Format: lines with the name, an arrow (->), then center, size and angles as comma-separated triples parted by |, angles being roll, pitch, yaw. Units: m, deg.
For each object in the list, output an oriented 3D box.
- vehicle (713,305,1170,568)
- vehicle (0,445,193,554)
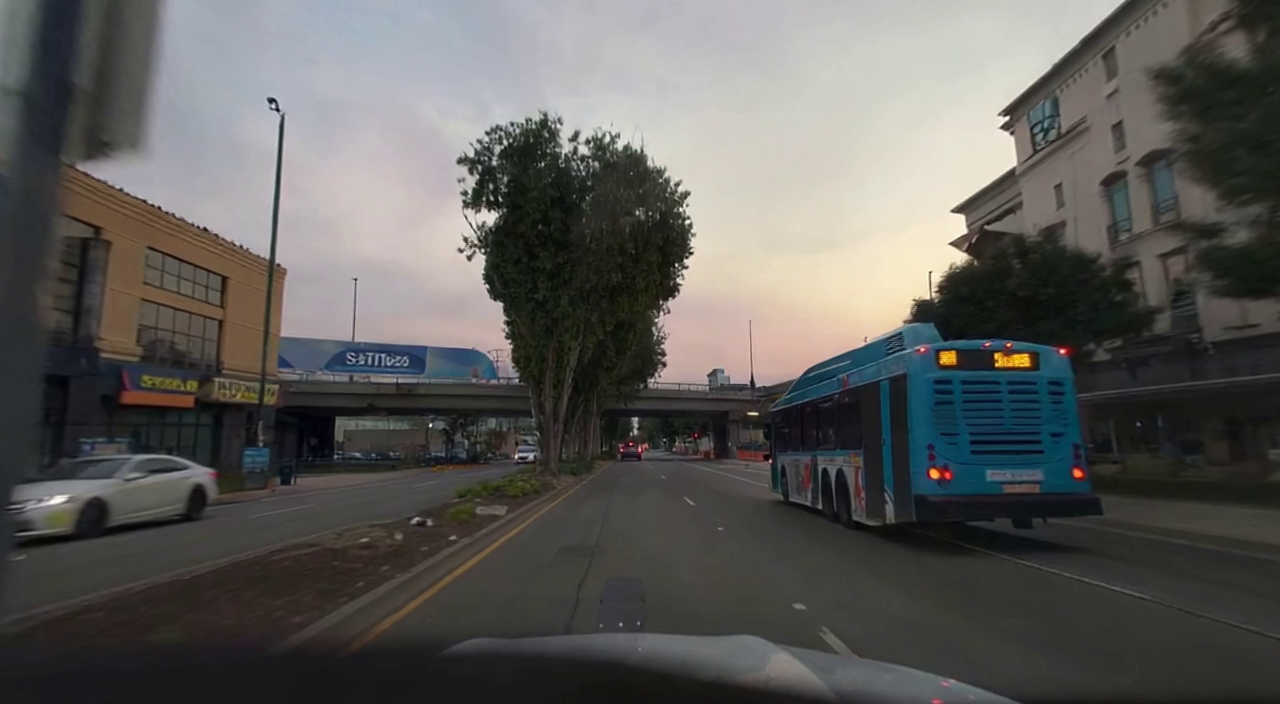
vehicle -> 4.428, 2.017, 14.557 | 3.043, 3.162, 13.806 | 0, -9, -4
vehicle -> -10.651, 2.589, 11.784 | 1.869, 1.655, 4.024 | 0, -9, -5
